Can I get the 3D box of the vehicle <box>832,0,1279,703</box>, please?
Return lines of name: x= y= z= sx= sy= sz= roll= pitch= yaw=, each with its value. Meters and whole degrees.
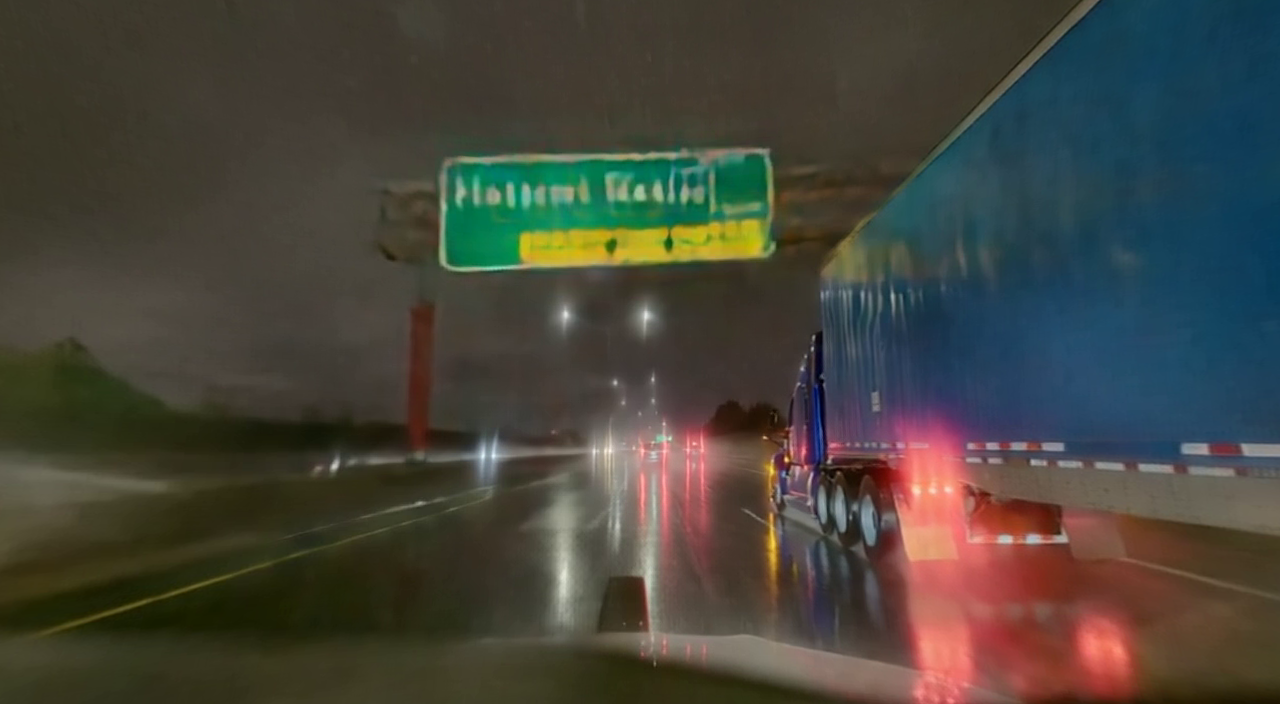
vehicle: x=4.184 y=-0.580 z=0.903 sx=3.019 sy=4.145 sz=16.453 roll=0 pitch=-8 yaw=1

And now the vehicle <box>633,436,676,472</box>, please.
vehicle: x=0.778 y=5.605 z=34.770 sx=2.205 sy=1.860 sz=4.301 roll=0 pitch=-8 yaw=0
